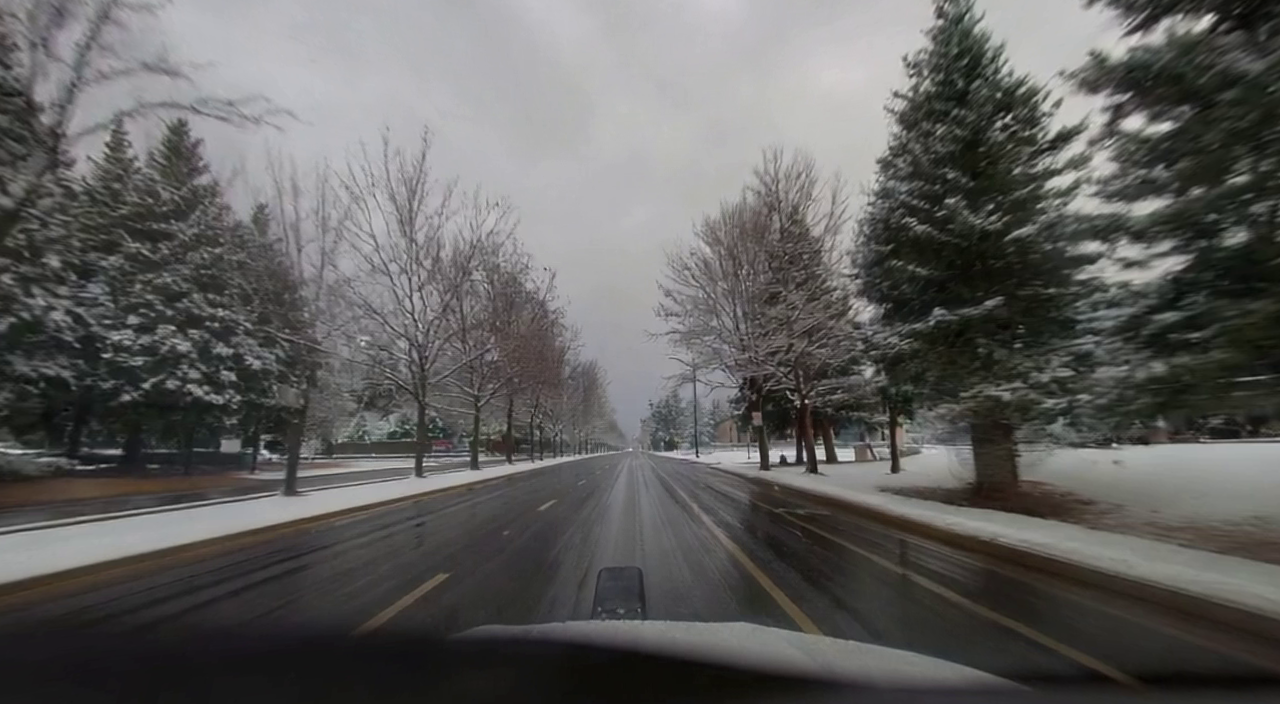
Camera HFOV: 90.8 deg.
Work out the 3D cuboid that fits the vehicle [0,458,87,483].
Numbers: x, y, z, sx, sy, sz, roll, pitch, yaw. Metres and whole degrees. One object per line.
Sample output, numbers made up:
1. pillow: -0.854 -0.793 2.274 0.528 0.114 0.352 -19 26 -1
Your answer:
1. vehicle: -37.677 7.371 39.505 4.424 1.468 1.887 0 -8 1
